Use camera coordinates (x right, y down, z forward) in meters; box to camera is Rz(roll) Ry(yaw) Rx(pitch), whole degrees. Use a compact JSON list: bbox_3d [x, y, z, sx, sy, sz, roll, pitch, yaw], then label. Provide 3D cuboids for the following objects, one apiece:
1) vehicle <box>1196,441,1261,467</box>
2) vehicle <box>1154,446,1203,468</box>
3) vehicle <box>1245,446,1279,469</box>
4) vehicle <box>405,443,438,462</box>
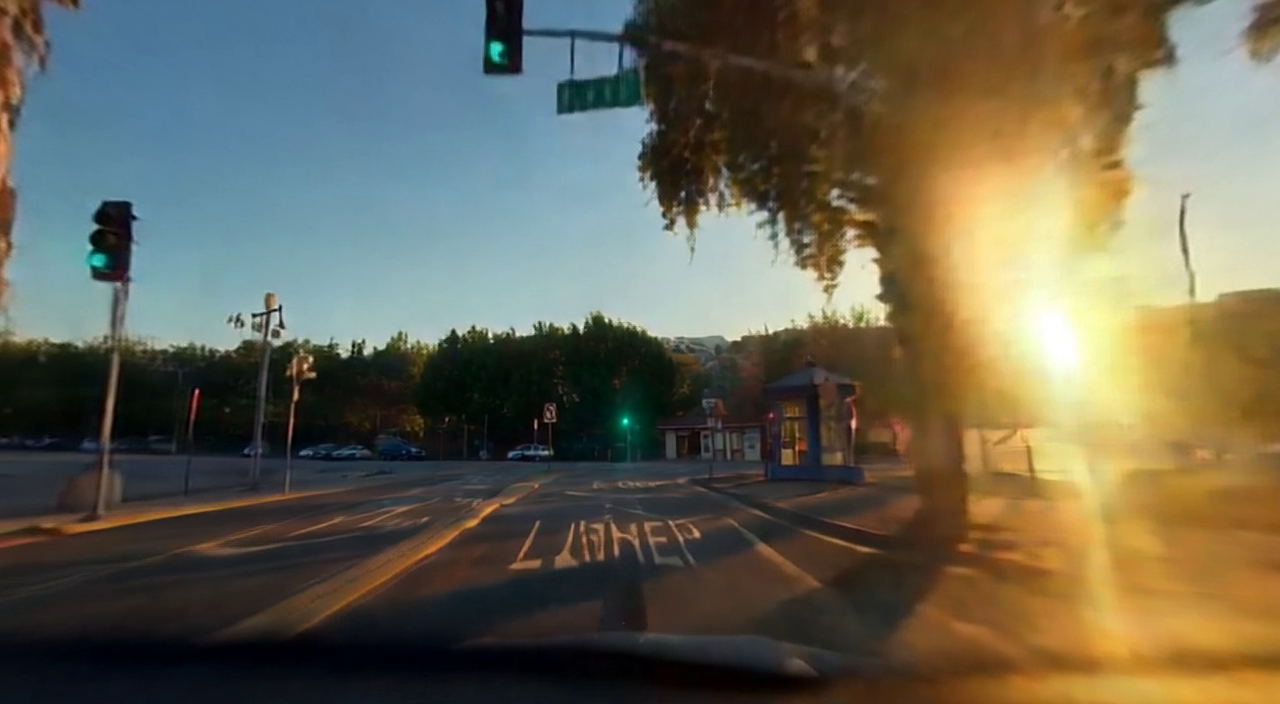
[{"bbox_3d":[40.536,7.008,43.363,2.098,1.634,4.456,-6,-10,29],"label":"vehicle"},{"bbox_3d":[38.053,7.384,44.437,1.769,1.433,3.688,-6,-10,29],"label":"vehicle"},{"bbox_3d":[42.575,7.069,42.063,1.926,1.441,3.860,-4,-9,29],"label":"vehicle"},{"bbox_3d":[-17.030,7.857,49.065,1.789,1.399,4.236,2,-9,-11],"label":"vehicle"}]
